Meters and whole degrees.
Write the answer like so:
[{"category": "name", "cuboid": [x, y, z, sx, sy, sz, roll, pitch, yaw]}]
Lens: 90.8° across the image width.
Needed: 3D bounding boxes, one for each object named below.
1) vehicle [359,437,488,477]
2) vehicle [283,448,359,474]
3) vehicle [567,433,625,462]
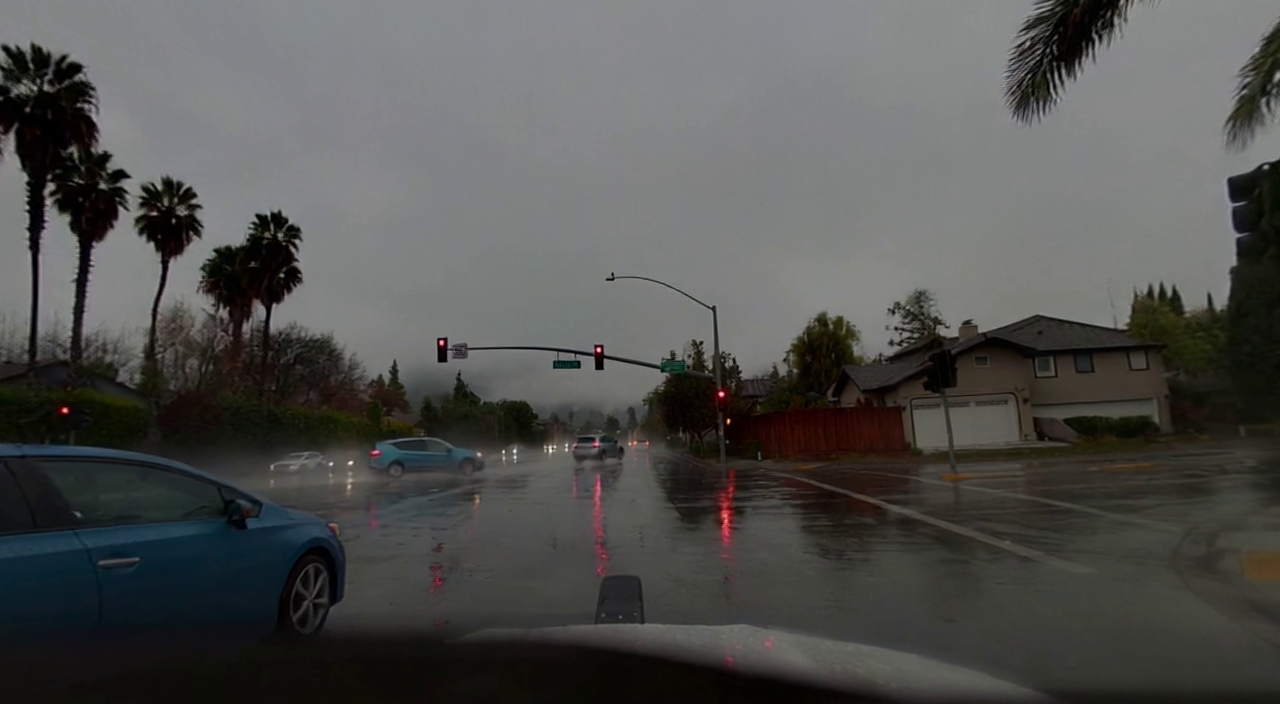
[{"category": "vehicle", "cuboid": [-9.076, 4.429, 26.862, 2.083, 1.541, 4.777, -7, -11, 38]}, {"category": "vehicle", "cuboid": [-19.963, 6.828, 39.798, 2.084, 1.528, 4.778, -1, -9, 2]}, {"category": "vehicle", "cuboid": [-2.822, 6.347, 42.034, 2.393, 1.775, 5.204, -2, -9, 14]}]
